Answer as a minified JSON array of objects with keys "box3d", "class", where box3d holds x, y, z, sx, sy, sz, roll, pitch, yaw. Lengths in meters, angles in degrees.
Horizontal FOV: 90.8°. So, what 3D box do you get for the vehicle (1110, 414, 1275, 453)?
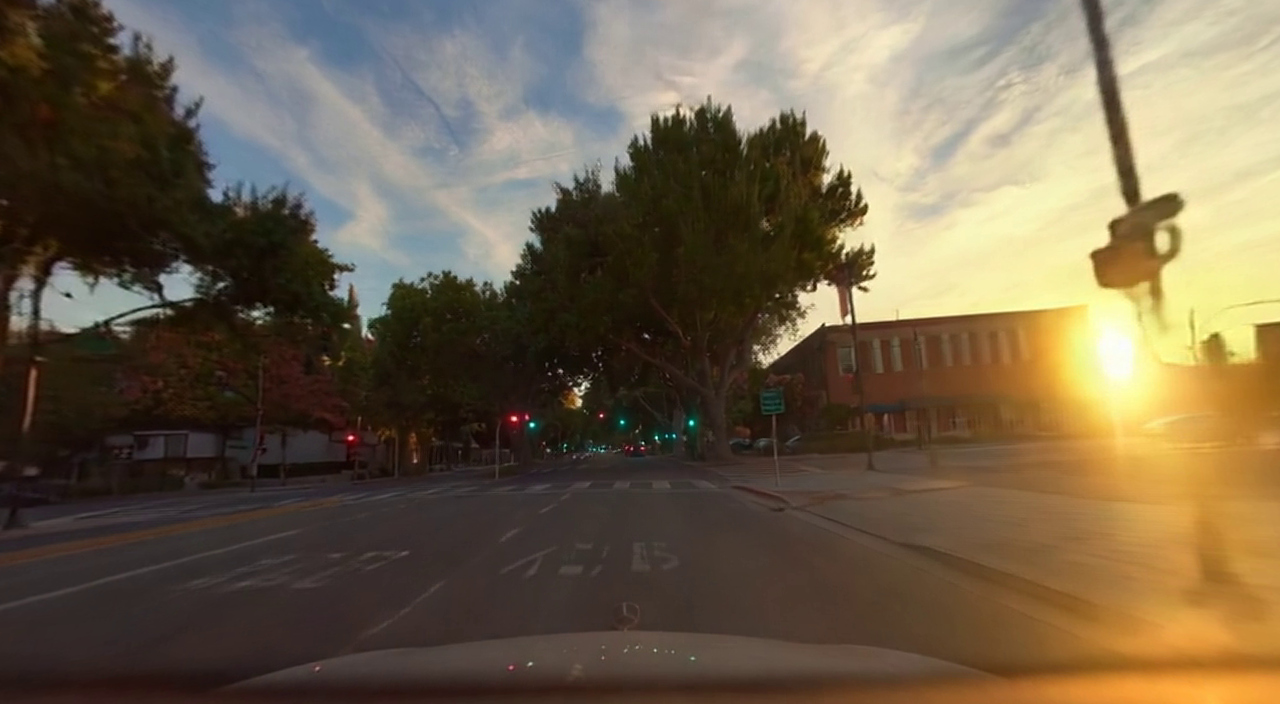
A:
[{"box3d":[23.422,3.500,26.965,4.902,1.519,2.182,-1,-9,1],"class":"vehicle"}]
